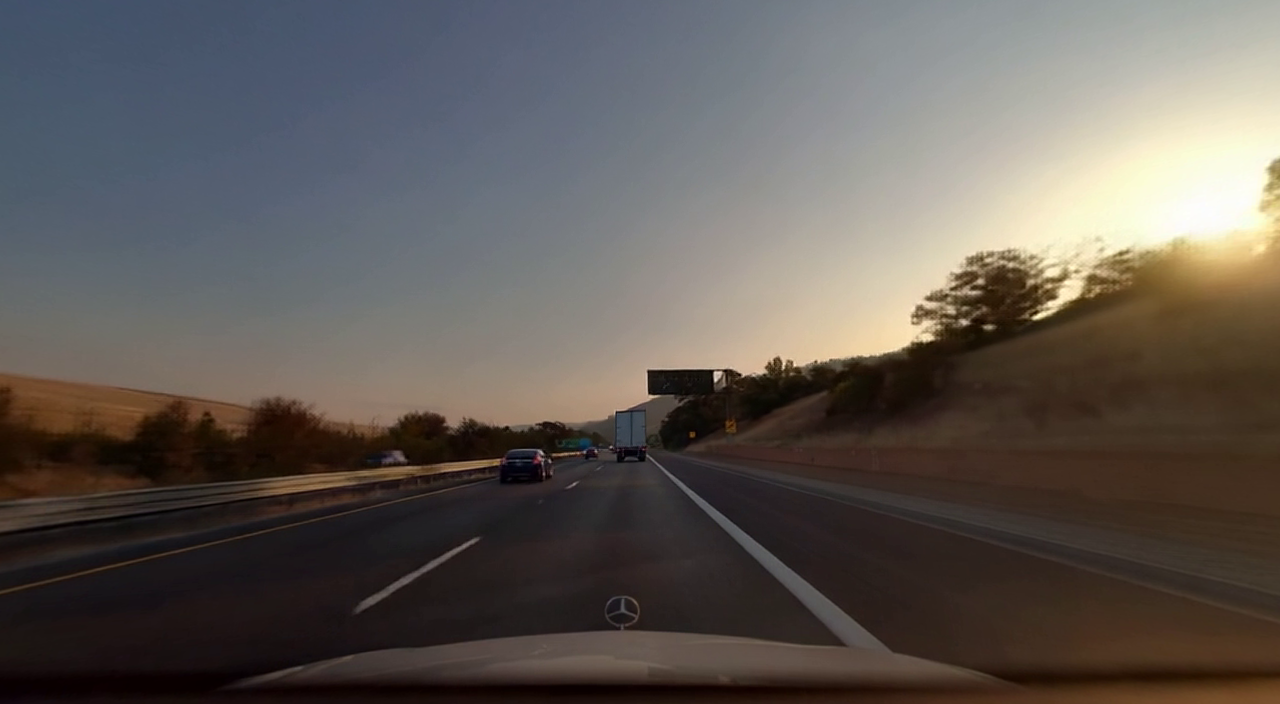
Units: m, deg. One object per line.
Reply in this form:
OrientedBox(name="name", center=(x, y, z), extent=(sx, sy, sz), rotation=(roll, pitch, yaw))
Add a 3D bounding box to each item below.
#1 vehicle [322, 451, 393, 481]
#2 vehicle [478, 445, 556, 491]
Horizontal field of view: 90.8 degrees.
OrientedBox(name="vehicle", center=(-14.880, 6.001, 33.494), extent=(1.828, 1.446, 4.161), rotation=(0, -9, 0))
OrientedBox(name="vehicle", center=(-4.342, 4.146, 22.961), extent=(1.978, 1.507, 4.062), rotation=(0, -9, 1))
